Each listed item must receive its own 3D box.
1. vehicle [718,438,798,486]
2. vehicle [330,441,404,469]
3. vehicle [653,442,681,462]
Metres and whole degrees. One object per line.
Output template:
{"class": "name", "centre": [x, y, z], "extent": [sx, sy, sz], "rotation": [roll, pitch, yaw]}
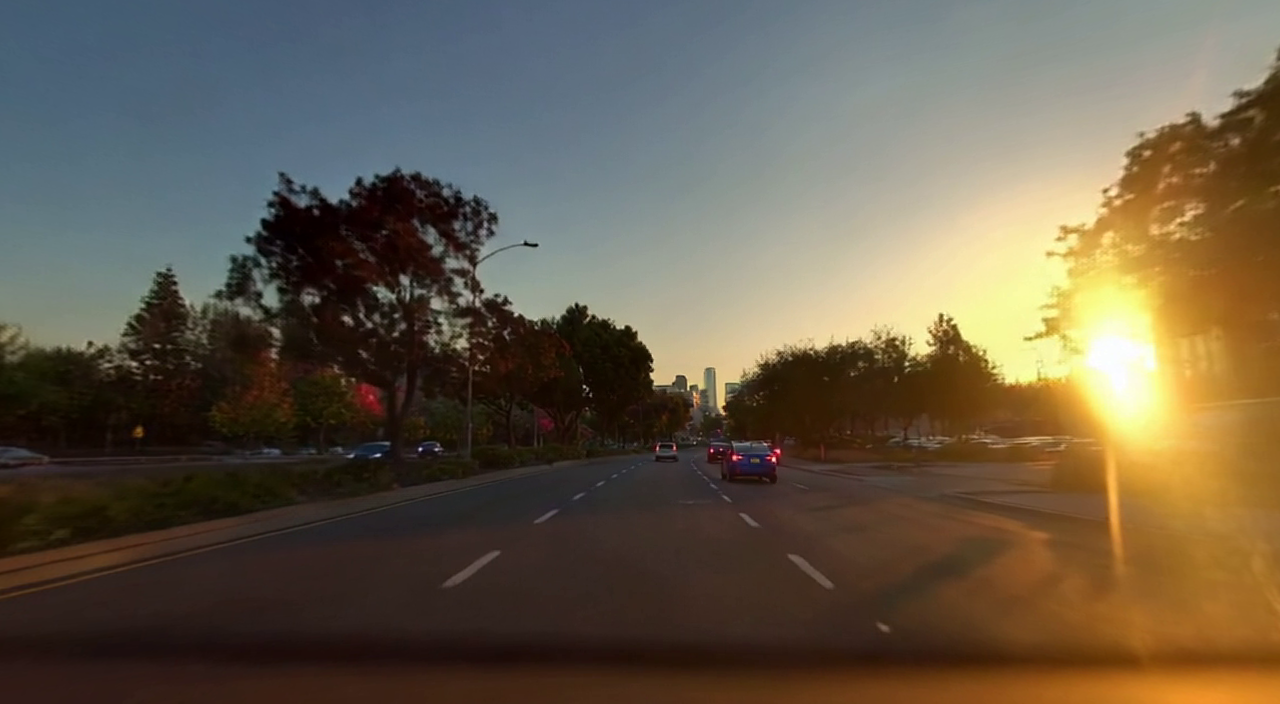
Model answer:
{"class": "vehicle", "centre": [4.025, 3.816, 22.291], "extent": [1.981, 1.499, 4.536], "rotation": [0, -8, 0]}
{"class": "vehicle", "centre": [-15.471, 5.844, 36.022], "extent": [2.055, 1.495, 4.772], "rotation": [0, -8, 0]}
{"class": "vehicle", "centre": [2.166, 7.902, 49.835], "extent": [2.059, 1.477, 3.988], "rotation": [-1, -8, 5]}
